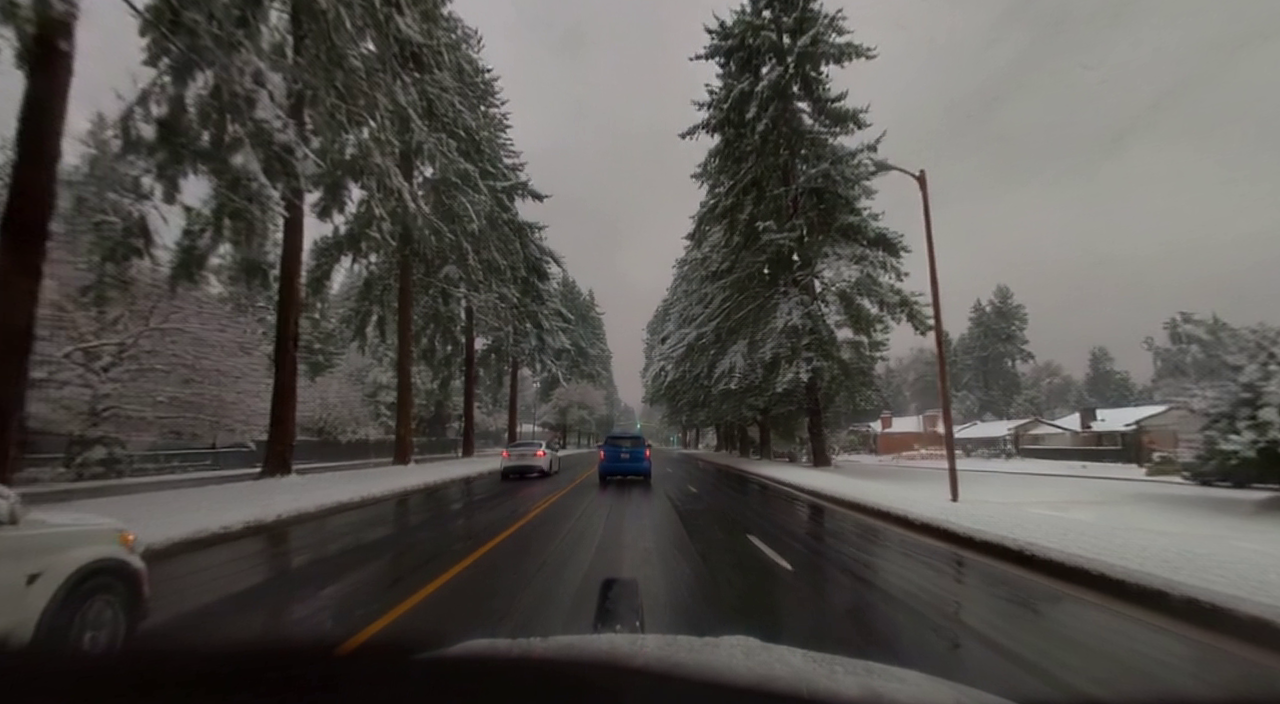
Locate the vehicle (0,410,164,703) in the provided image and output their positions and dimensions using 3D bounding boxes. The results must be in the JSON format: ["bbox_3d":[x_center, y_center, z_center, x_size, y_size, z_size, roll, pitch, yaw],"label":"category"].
[{"bbox_3d":[-4.128,0.854,1.875,1.959,1.485,4.452,0,-8,0],"label":"vehicle"}]

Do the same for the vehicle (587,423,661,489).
[{"bbox_3d":[-0.470,3.142,19.295,2.018,1.769,3.897,0,-8,-1],"label":"vehicle"}]

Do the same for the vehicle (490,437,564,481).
[{"bbox_3d":[-4.081,3.944,23.532,1.917,1.448,4.178,0,-8,1],"label":"vehicle"}]

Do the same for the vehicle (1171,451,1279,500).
[{"bbox_3d":[20.451,4.007,20.786,4.211,1.477,2.000,1,-9,-5],"label":"vehicle"}]

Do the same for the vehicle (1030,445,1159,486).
[{"bbox_3d":[20.507,5.098,28.646,4.387,1.752,1.903,0,-8,-3],"label":"vehicle"}]

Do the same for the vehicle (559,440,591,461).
[{"bbox_3d":[-4.662,7.139,45.871,1.831,1.445,3.851,0,-8,1],"label":"vehicle"}]
